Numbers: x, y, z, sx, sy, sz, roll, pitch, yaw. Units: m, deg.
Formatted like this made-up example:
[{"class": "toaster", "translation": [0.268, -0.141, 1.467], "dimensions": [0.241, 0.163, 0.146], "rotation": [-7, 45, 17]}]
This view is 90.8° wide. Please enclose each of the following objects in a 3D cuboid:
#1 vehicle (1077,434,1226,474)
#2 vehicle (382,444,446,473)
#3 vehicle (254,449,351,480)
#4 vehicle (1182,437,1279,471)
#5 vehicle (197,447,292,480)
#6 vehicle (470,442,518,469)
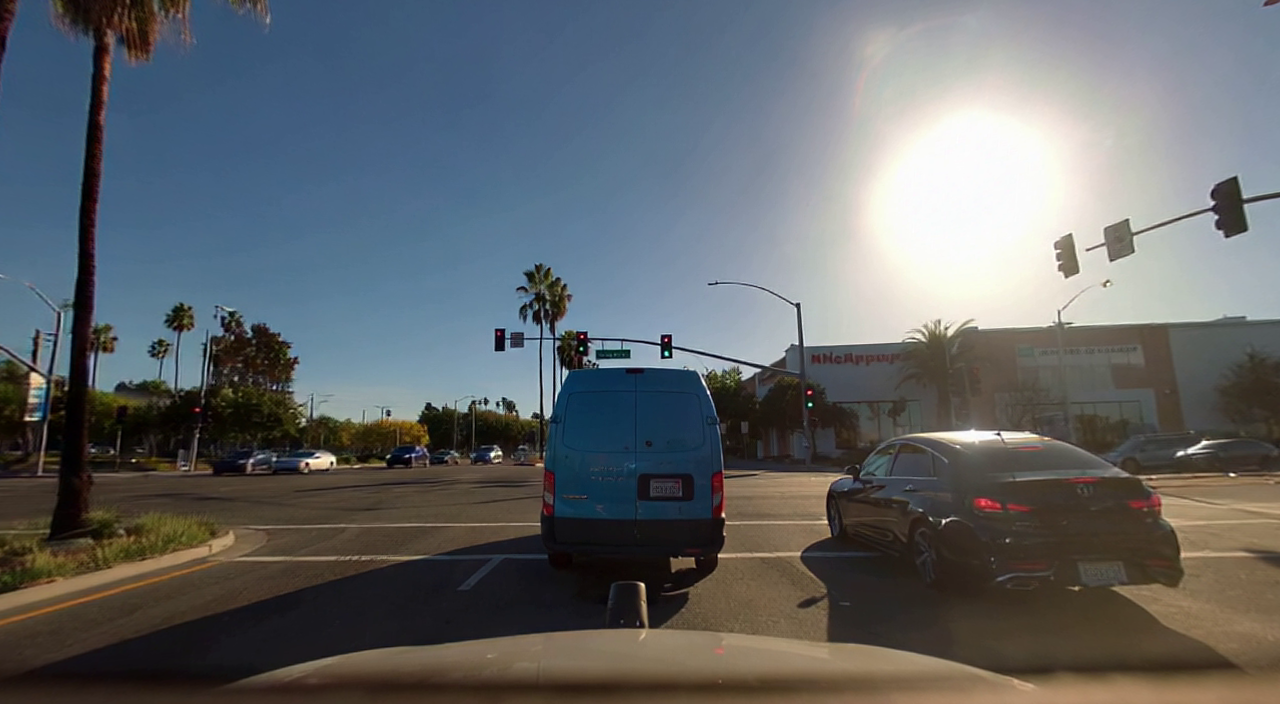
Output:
[{"class": "vehicle", "translation": [22.243, 4.444, 27.635], "dimensions": [4.533, 1.676, 2.236], "rotation": [0, -9, -1]}, {"class": "vehicle", "translation": [-13.782, 6.519, 38.931], "dimensions": [2.074, 1.671, 4.755], "rotation": [0, -9, 2]}, {"class": "vehicle", "translation": [-17.510, 5.833, 33.131], "dimensions": [2.221, 1.449, 5.092], "rotation": [0, -9, 1]}, {"class": "vehicle", "translation": [27.404, 4.597, 28.489], "dimensions": [4.625, 1.451, 1.801], "rotation": [1, -9, -9]}, {"class": "vehicle", "translation": [-21.169, 5.971, 34.093], "dimensions": [2.107, 1.642, 4.561], "rotation": [0, -9, 1]}, {"class": "vehicle", "translation": [-9.702, 6.900, 42.393], "dimensions": [2.074, 1.681, 4.417], "rotation": [0, -9, 1]}]
